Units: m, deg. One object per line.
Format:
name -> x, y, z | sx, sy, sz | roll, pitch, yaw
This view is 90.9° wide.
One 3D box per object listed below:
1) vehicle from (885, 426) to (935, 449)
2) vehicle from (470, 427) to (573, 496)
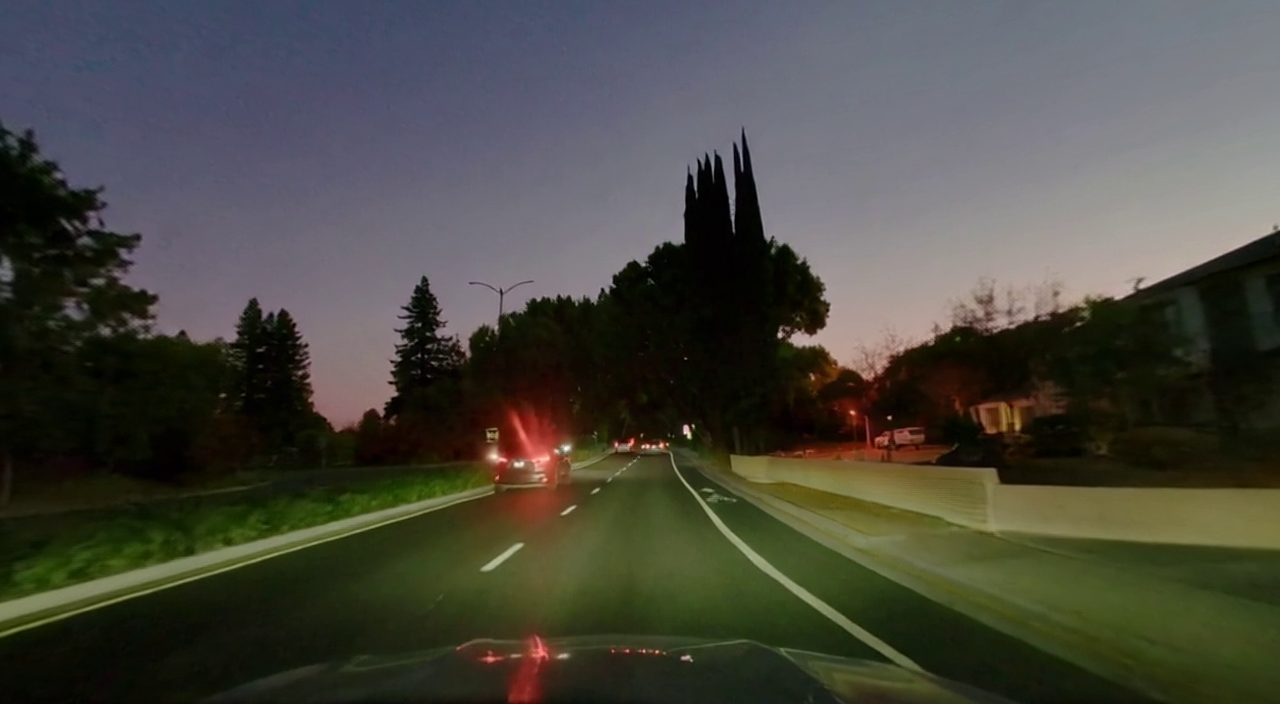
vehicle -> 18.959, 6.078, 44.513 | 1.939, 1.477, 5.129 | -1, -8, 8
vehicle -> -3.301, 3.166, 18.554 | 2.073, 1.770, 4.302 | 0, -8, 2
